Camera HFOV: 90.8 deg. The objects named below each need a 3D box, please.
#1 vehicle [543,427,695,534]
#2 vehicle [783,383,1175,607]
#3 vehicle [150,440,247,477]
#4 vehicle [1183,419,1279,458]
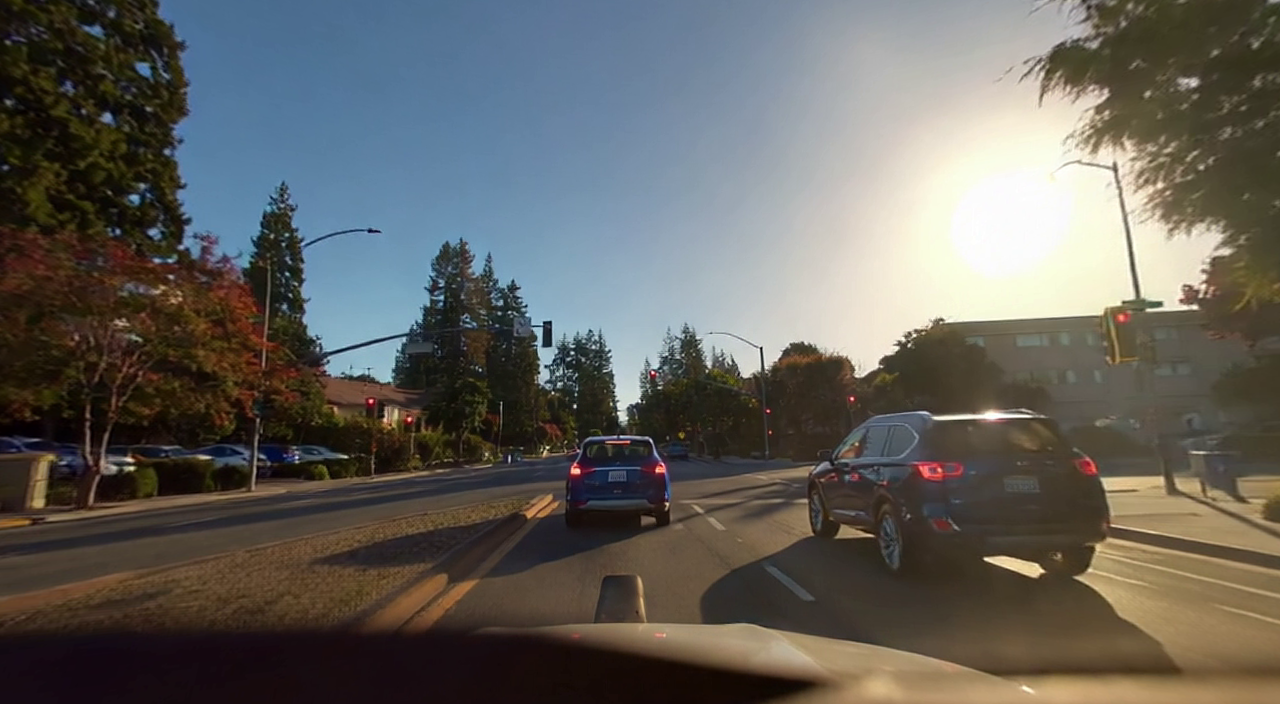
[{"bbox_3d":[-0.328,2.202,11.484,2.177,1.512,4.682,0,-8,-1],"label":"vehicle"},{"bbox_3d":[3.192,1.459,7.271,2.046,1.768,4.370,0,-8,0],"label":"vehicle"},{"bbox_3d":[-28.516,6.886,40.921,4.943,2.110,2.217,4,-10,-35],"label":"vehicle"},{"bbox_3d":[34.495,4.794,34.813,6.226,2.061,2.527,-2,-9,14],"label":"vehicle"}]
